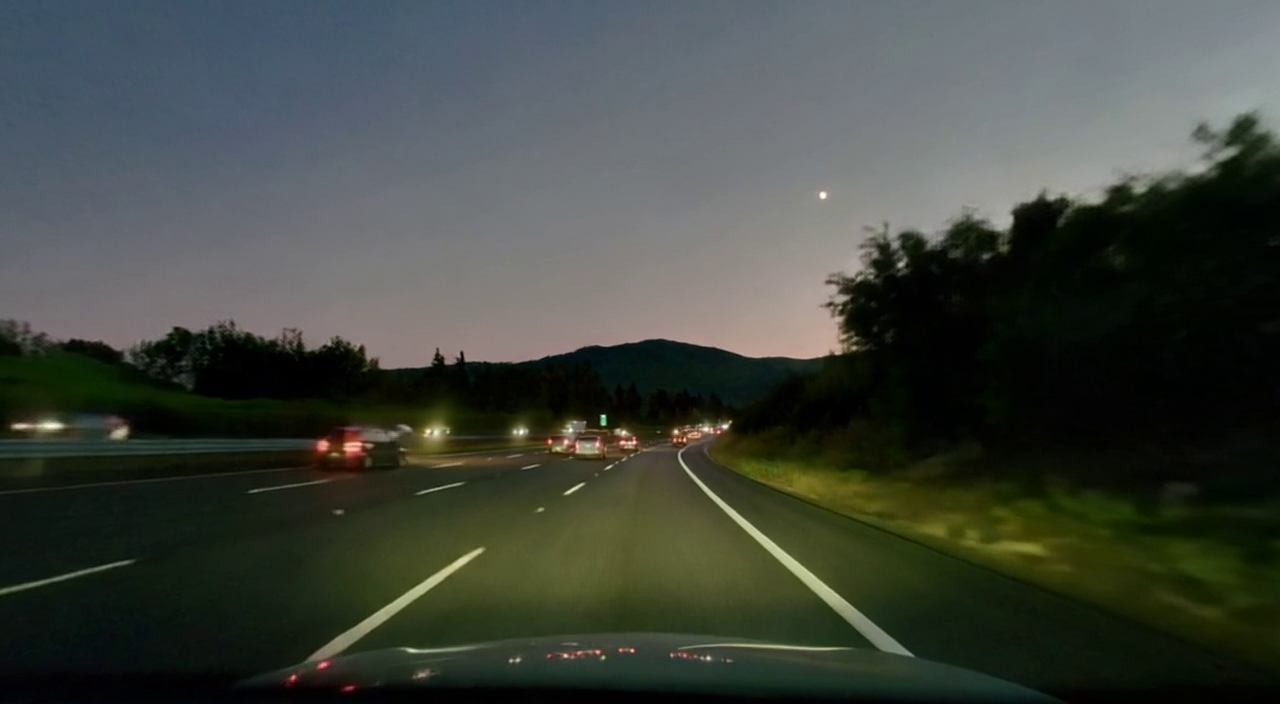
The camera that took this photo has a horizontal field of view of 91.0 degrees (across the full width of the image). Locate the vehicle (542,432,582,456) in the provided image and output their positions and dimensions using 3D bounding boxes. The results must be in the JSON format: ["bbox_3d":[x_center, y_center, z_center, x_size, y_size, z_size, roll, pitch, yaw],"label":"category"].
[{"bbox_3d":[-5.802,6.939,47.268,2.108,1.686,4.556,0,-9,4],"label":"vehicle"}]

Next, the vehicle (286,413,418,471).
[{"bbox_3d":[-10.988,3.550,24.647,2.264,1.980,5.574,0,-9,3],"label":"vehicle"}]

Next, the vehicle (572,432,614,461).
[{"bbox_3d":[-2.890,6.007,39.973,2.035,1.673,4.469,0,-9,4],"label":"vehicle"}]

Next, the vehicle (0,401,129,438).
[{"bbox_3d":[-33.308,3.977,36.568,2.154,1.864,5.824,0,-9,3],"label":"vehicle"}]
